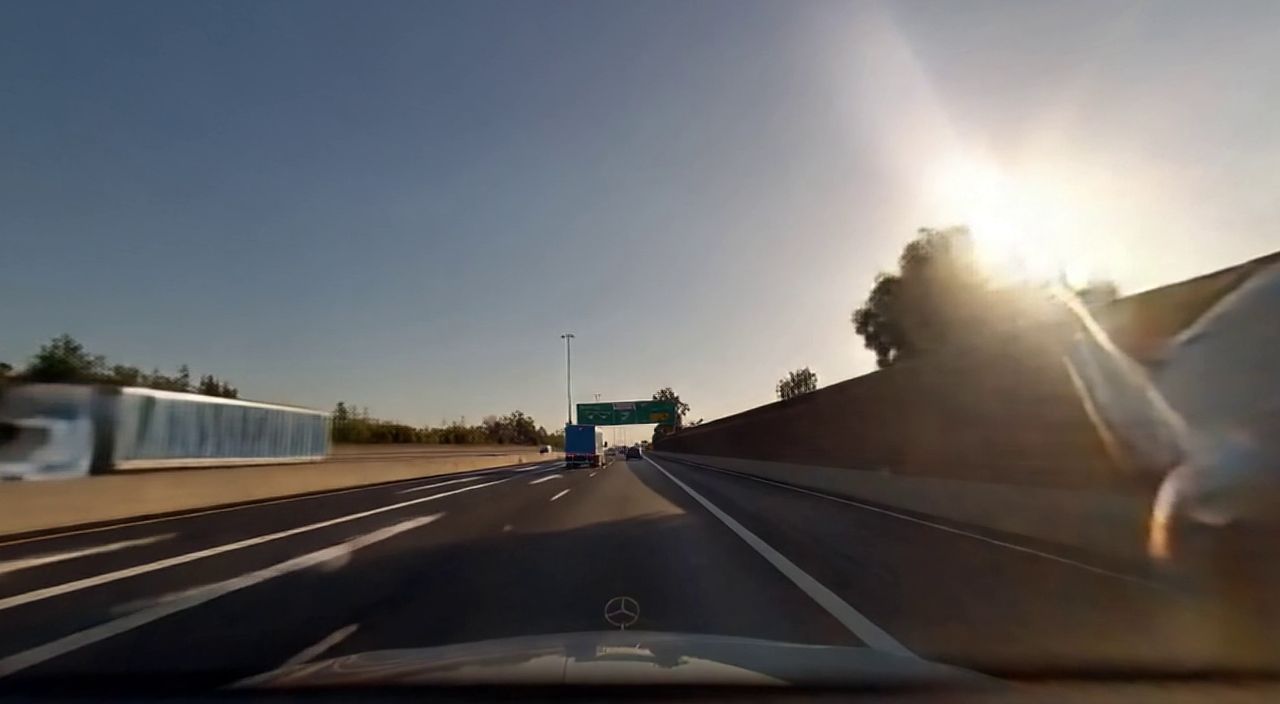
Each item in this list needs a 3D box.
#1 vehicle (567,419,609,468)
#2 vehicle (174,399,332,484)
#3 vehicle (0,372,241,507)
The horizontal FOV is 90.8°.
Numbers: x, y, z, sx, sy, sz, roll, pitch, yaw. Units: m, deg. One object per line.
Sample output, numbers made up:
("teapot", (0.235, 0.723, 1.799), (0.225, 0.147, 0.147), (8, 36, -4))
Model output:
("vehicle", (-3.987, 7.192, 49.453), (2.707, 3.461, 7.191), (0, -9, 0))
("vehicle", (-19.835, 4.743, 33.220), (2.881, 3.884, 8.294), (0, -9, 0))
("vehicle", (-19.830, 3.337, 23.648), (3.025, 3.917, 10.227), (0, -9, 0))
